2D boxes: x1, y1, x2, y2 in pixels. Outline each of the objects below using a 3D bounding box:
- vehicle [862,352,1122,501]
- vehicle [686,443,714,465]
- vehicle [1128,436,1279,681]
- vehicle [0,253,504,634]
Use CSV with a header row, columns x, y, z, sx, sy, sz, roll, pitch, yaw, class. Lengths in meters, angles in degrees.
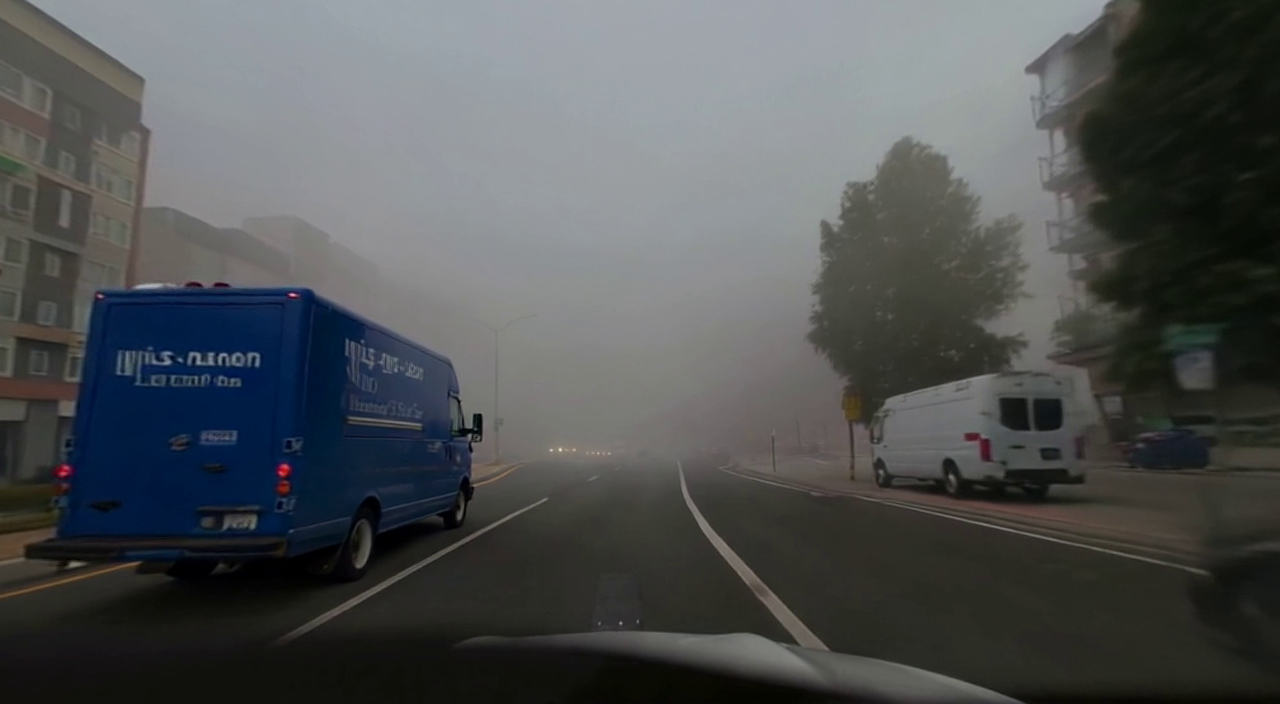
x,y,z,sx,sy,sz,roll,pitch,yaw,class
8.962,2.156,17.570,2.882,3.208,7.609,-1,-8,1,vehicle
4.519,7.737,48.117,1.878,1.534,4.120,-1,-8,1,vehicle
4.856,1.011,2.323,2.127,1.439,5.034,0,-8,0,vehicle
-4.100,1.208,8.743,2.763,2.974,7.562,0,-8,0,vehicle
